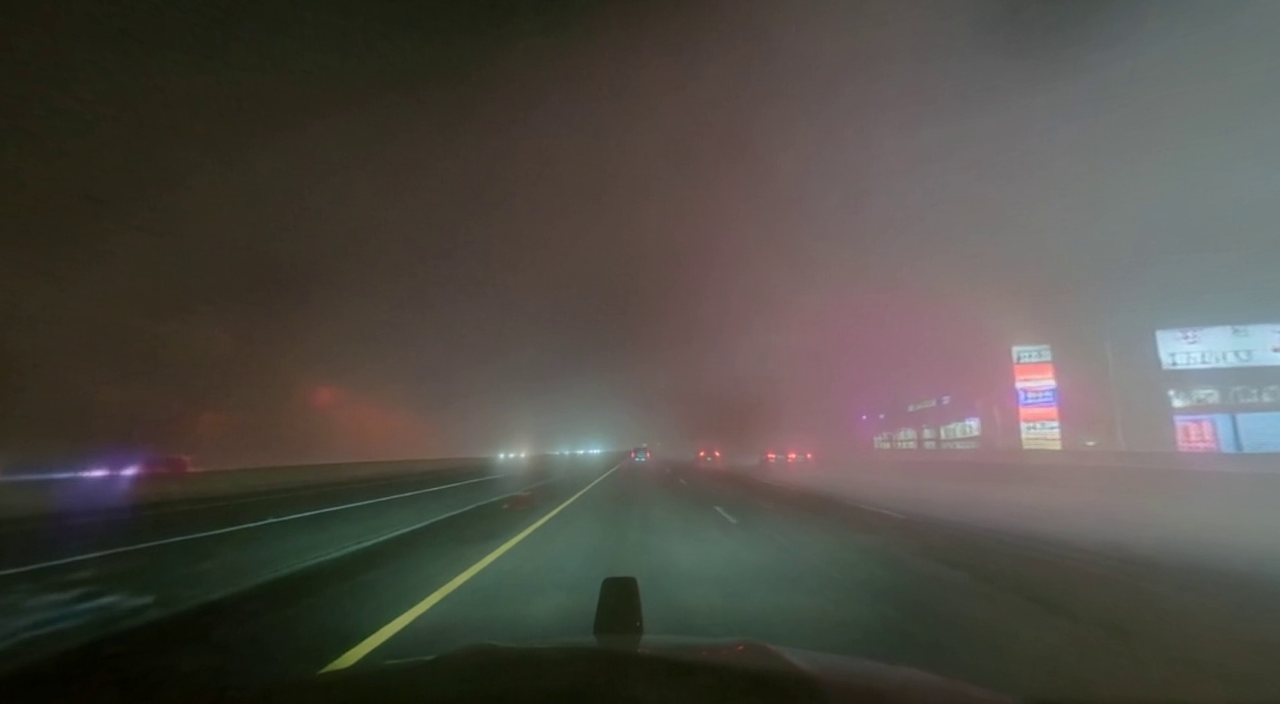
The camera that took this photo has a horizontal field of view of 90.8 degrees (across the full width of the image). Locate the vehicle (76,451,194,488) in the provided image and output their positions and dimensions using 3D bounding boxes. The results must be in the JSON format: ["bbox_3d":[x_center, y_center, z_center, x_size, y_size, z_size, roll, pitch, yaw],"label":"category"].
[{"bbox_3d":[-26.065,6.049,32.893,2.111,1.702,5.024,0,-8,-2],"label":"vehicle"}]

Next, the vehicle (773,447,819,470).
[{"bbox_3d":[10.694,7.290,43.584,1.953,1.473,4.512,0,-8,-1],"label":"vehicle"}]
